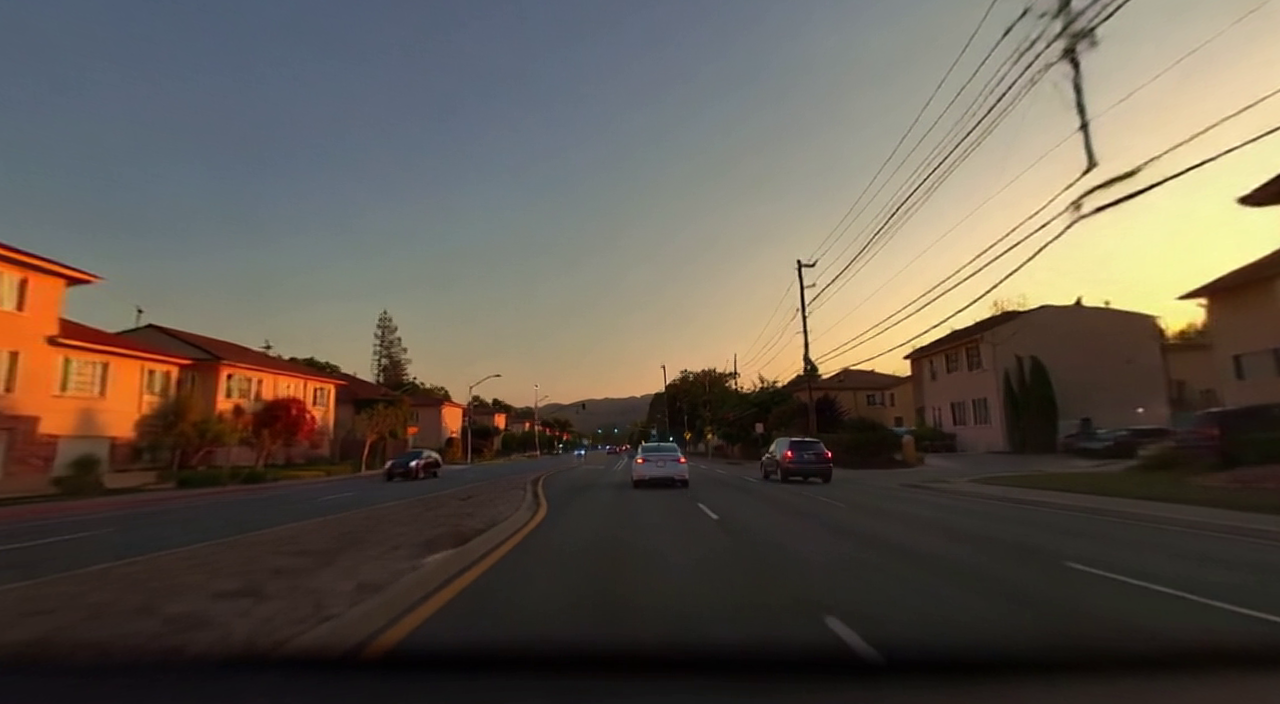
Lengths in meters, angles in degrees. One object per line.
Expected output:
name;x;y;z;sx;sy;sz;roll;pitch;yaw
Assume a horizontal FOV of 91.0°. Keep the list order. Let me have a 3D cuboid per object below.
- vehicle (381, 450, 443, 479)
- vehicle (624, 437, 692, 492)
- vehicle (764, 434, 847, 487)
vehicle;-13.948;6.890;38.772;2.011;1.670;4.360;-1;-9;3
vehicle;0.551;3.836;21.838;2.138;1.702;4.168;0;-9;0
vehicle;6.311;4.186;24.531;2.061;1.889;4.268;0;-9;0
